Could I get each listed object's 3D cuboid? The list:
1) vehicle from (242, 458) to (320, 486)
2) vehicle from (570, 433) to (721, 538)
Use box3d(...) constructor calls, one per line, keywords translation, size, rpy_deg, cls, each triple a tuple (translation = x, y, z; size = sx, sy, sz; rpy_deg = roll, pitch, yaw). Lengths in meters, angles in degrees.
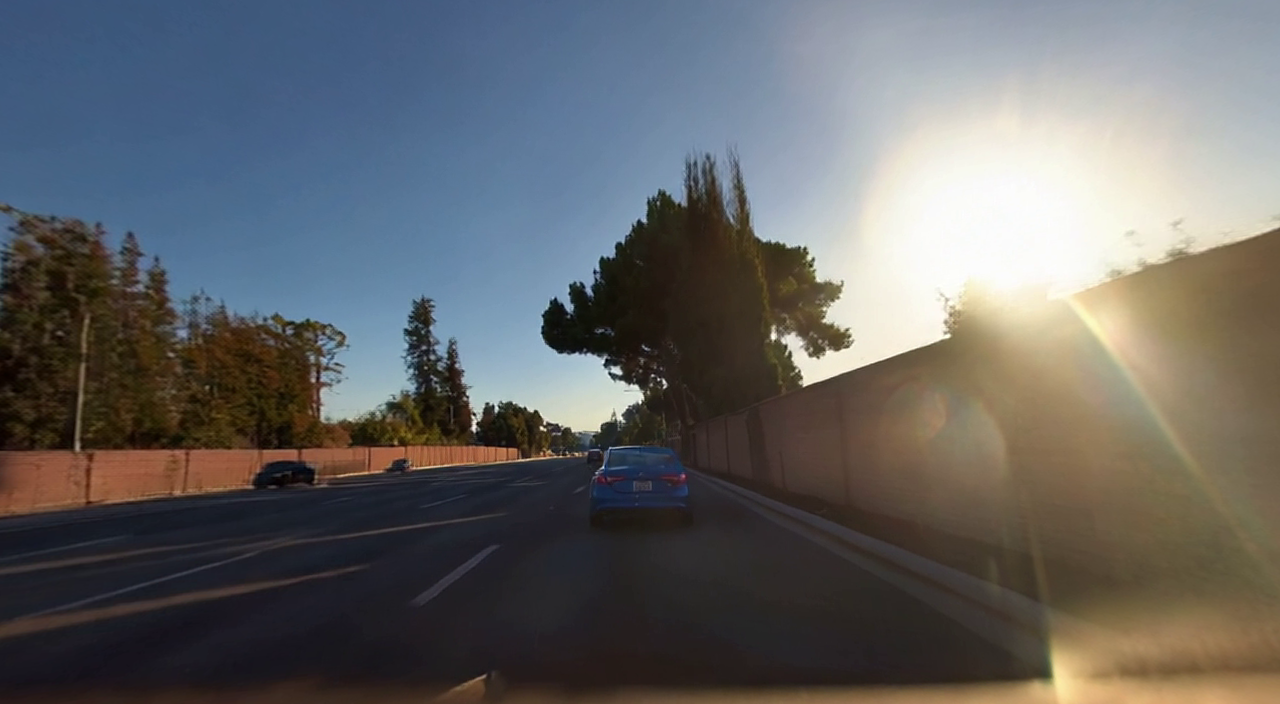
box3d(translation=(-21.593, 7.208, 38.276), size=(1.950, 1.485, 4.711), rpy_deg=(0, -9, 0), cls="vehicle")
box3d(translation=(0.068, 2.273, 11.443), size=(2.205, 1.509, 4.272), rpy_deg=(0, -8, 0), cls="vehicle")
